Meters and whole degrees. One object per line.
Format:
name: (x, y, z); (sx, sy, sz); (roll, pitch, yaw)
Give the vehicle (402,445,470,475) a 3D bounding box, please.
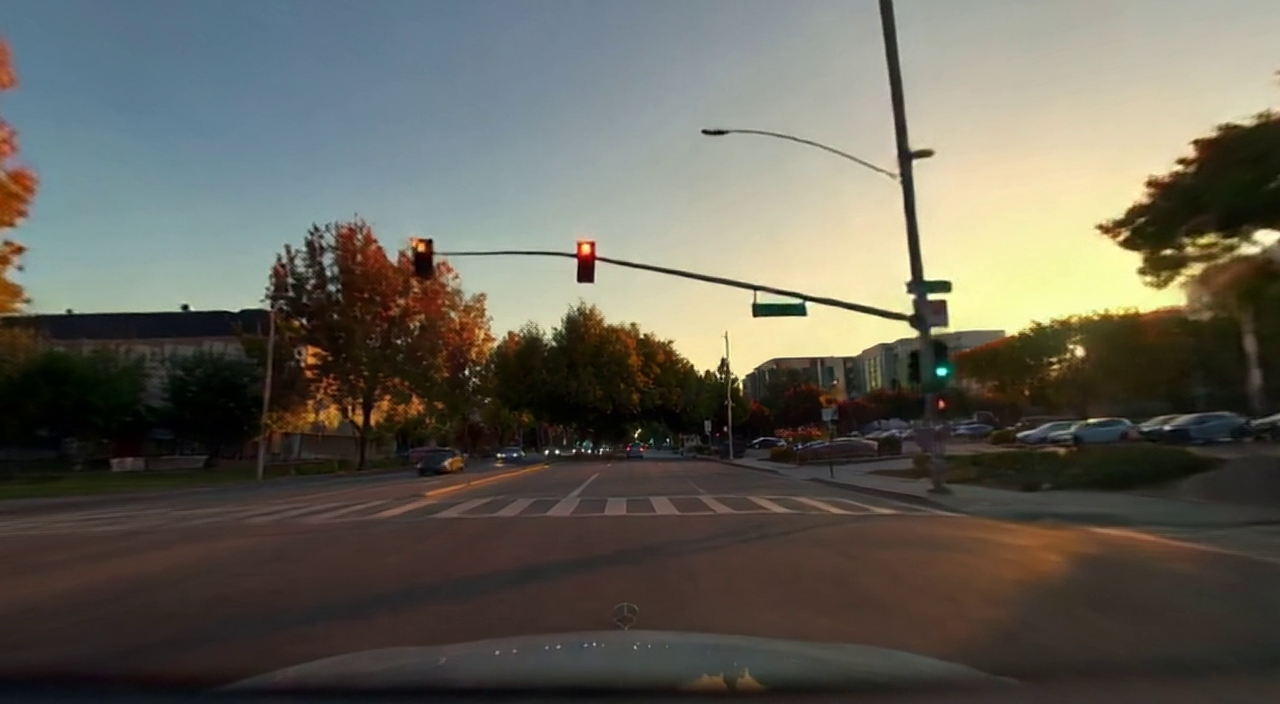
vehicle: (-10.854, 5.766, 34.013); (1.914, 1.499, 4.785); (0, -9, 2)
